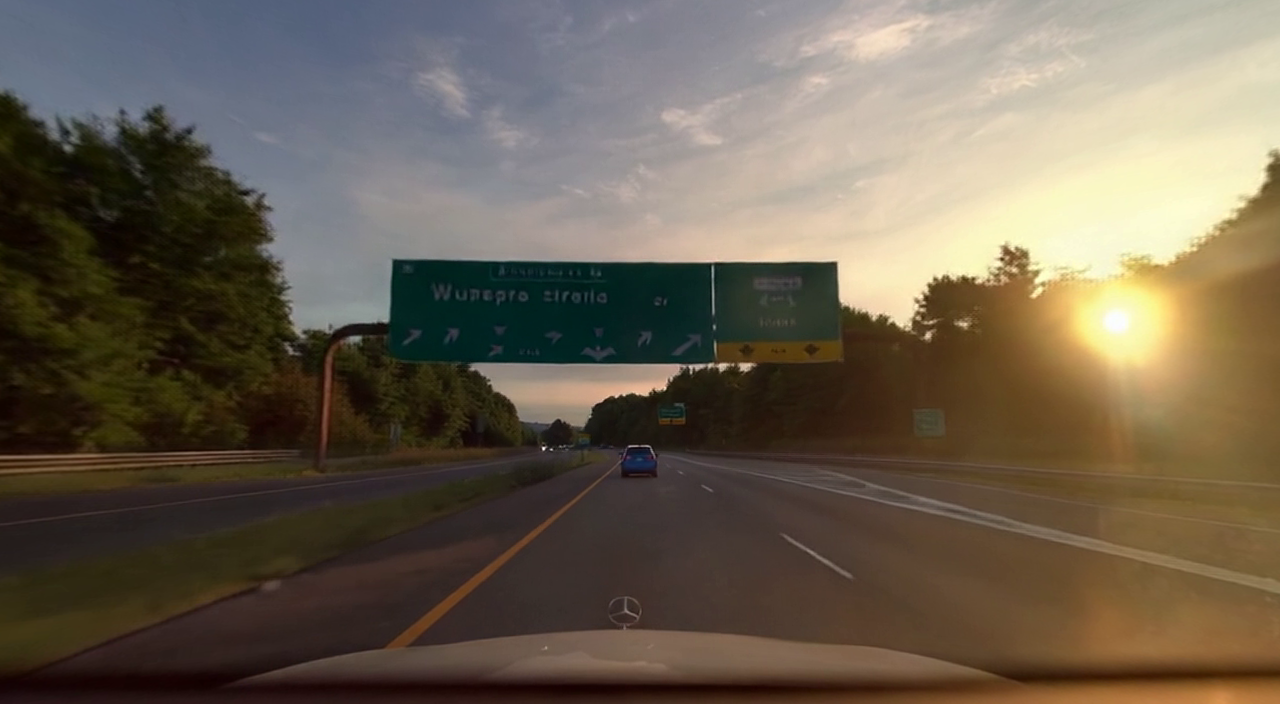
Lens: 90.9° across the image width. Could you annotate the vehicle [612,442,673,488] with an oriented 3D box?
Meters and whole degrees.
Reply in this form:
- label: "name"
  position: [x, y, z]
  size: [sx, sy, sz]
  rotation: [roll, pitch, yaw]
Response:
- label: "vehicle"
  position: [0.075, 4.147, 23.407]
  size: [2.069, 1.523, 4.012]
  rotation: [0, -9, -1]
